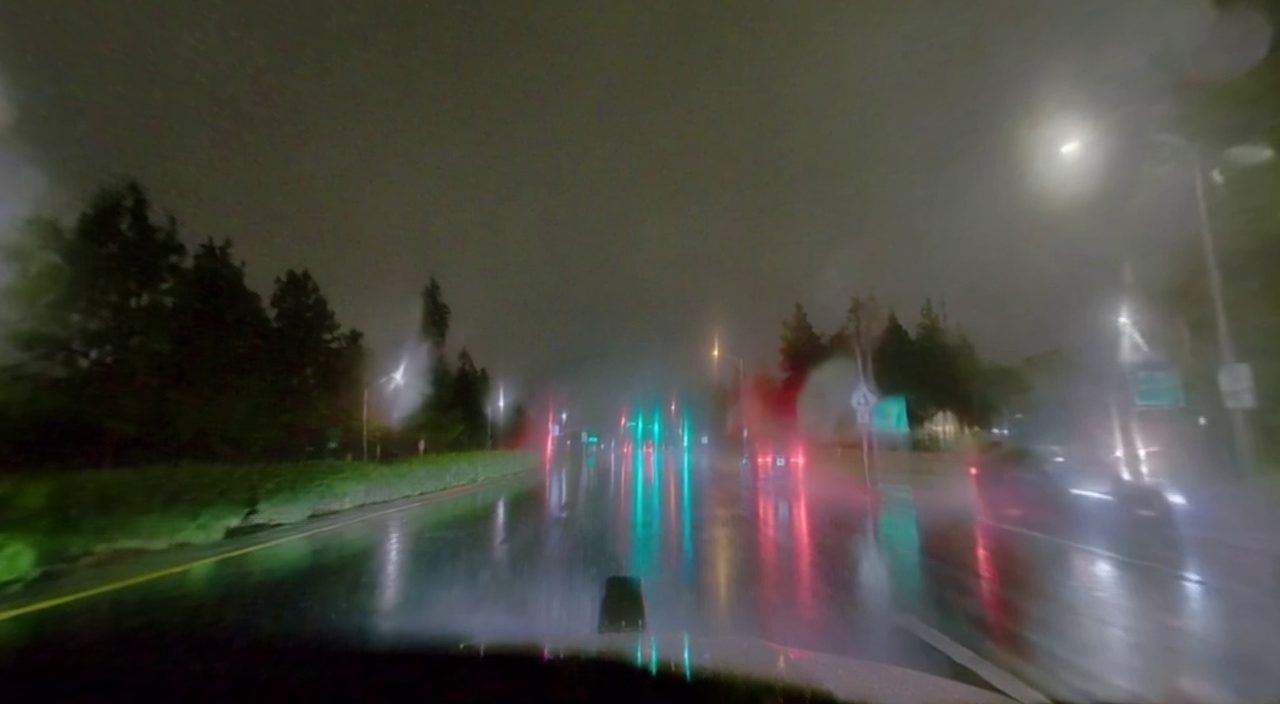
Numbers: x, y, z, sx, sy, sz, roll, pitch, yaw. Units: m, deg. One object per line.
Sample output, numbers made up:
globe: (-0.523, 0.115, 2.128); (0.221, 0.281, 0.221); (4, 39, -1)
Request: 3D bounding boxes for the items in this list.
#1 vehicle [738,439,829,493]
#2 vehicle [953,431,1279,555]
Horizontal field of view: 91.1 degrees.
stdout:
vehicle: (4.484, 3.626, 20.357); (1.913, 1.516, 4.322); (0, -9, 0)
vehicle: (7.664, 2.277, 11.041); (2.063, 1.625, 5.102); (-1, -9, 5)
